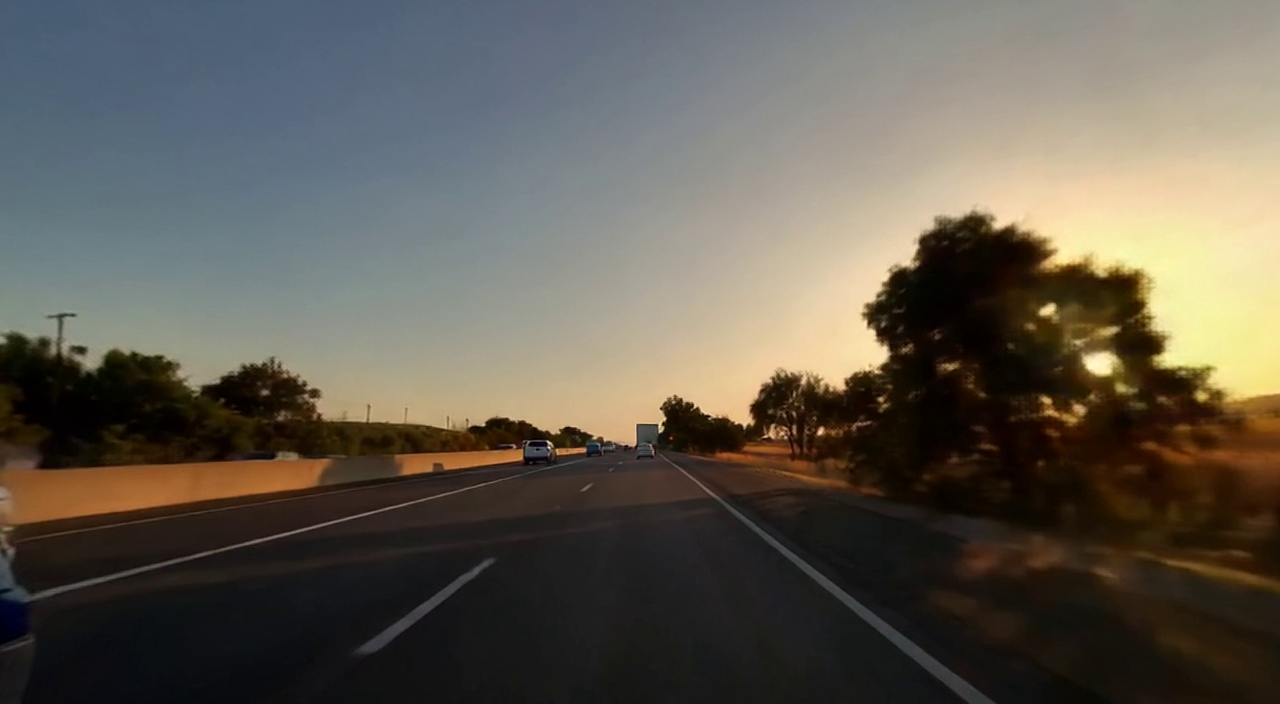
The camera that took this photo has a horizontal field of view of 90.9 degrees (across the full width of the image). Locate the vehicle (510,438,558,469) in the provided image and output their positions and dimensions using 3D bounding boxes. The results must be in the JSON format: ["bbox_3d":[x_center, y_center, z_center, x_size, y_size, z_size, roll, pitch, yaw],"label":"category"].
[{"bbox_3d":[-6.853,6.582,41.274,2.193,1.866,4.807,-1,-8,2],"label":"vehicle"}]

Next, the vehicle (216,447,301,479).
[{"bbox_3d":[-21.422,6.226,35.650,1.920,1.644,4.610,0,-8,0],"label":"vehicle"}]
